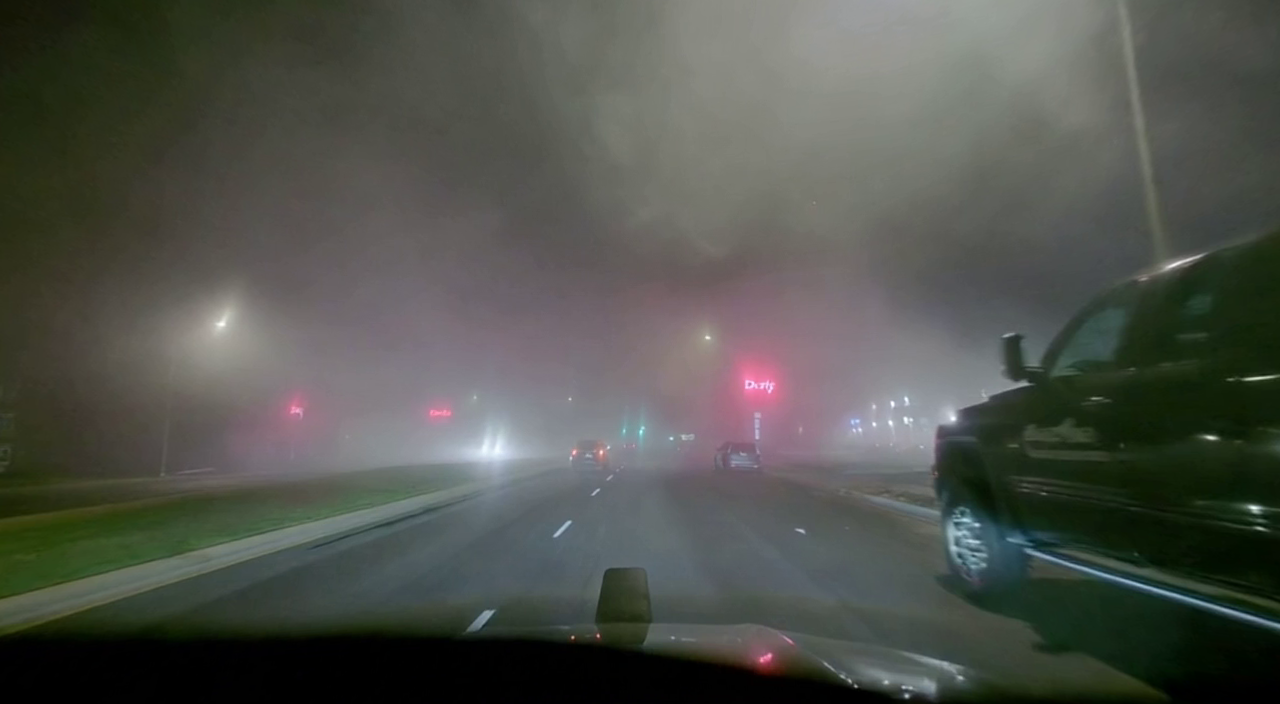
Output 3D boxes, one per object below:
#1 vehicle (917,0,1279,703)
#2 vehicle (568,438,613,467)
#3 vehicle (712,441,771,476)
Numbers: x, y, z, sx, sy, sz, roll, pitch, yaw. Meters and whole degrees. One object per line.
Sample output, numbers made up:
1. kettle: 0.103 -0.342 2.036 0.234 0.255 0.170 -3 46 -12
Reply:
1. vehicle: 4.210 -0.379 1.714 3.038 4.027 8.712 0 -8 1
2. vehicle: -2.728 5.669 35.687 2.176 1.543 4.335 0 -8 1
3. vehicle: 4.651 4.937 29.580 2.025 1.500 4.465 0 -8 0
